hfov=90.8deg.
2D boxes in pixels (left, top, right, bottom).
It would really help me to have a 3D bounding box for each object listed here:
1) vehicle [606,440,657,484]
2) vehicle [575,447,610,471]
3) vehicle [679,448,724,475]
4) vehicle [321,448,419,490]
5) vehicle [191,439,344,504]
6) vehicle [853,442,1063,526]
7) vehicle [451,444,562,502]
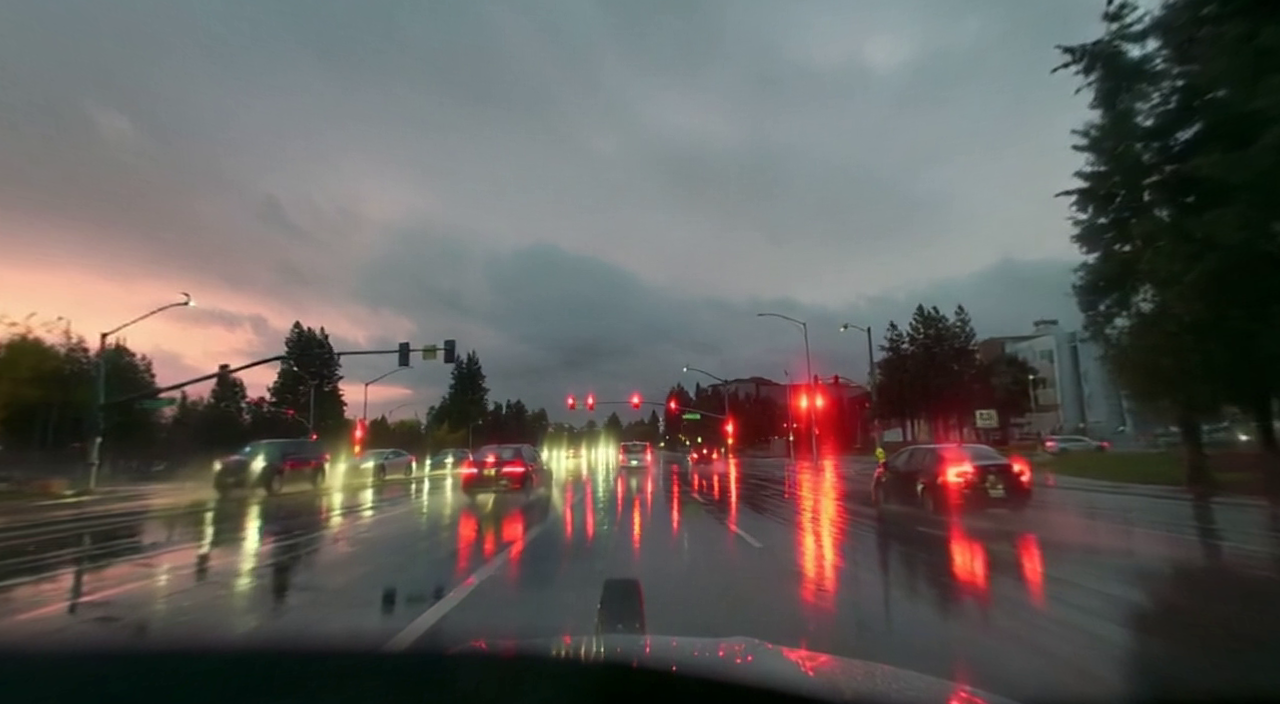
[{"bbox_3d":[-0.327,4.676,27.199,2.008,1.716,4.125,0,-8,0],"label":"vehicle"},{"bbox_3d":[-3.123,7.100,42.259,2.002,1.502,4.057,0,-8,0],"label":"vehicle"},{"bbox_3d":[3.427,6.152,35.757,2.014,1.430,4.103,0,-8,-2],"label":"vehicle"},{"bbox_3d":[-10.751,4.653,25.535,1.924,1.479,4.508,0,-8,0],"label":"vehicle"},{"bbox_3d":[-10.936,3.506,18.978,2.026,1.706,4.041,0,-8,1],"label":"vehicle"},{"bbox_3d":[6.418,2.678,13.517,2.028,1.451,4.625,0,-8,-1],"label":"vehicle"},{"bbox_3d":[-3.727,3.462,18.560,2.163,1.474,4.413,0,-8,2],"label":"vehicle"}]
